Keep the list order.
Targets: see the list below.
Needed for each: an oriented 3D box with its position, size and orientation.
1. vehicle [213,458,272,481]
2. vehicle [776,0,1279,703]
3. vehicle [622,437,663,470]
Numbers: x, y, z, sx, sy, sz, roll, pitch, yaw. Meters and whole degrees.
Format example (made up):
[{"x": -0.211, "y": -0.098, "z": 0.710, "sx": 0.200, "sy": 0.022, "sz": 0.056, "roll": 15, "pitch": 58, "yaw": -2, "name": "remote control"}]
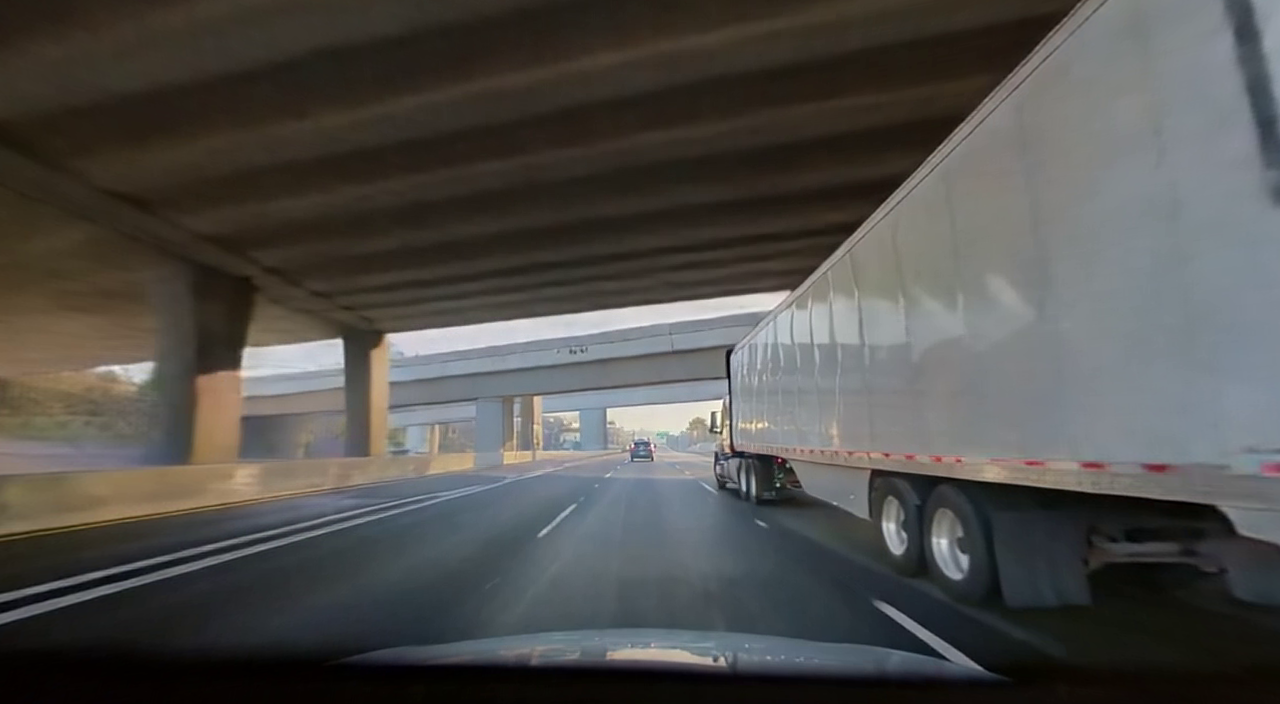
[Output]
[{"x": -29.172, "y": 8.601, "z": 46.340, "sx": 1.781, "sy": 1.489, "sz": 3.914, "roll": 0, "pitch": -8, "yaw": 1, "name": "vehicle"}, {"x": 4.150, "y": 0.239, "z": 6.725, "sx": 3.014, "sy": 4.068, "sz": 10.359, "roll": 0, "pitch": -8, "yaw": 0, "name": "vehicle"}, {"x": 0.140, "y": 5.447, "z": 34.059, "sx": 2.050, "sy": 1.654, "sz": 4.192, "roll": 0, "pitch": -8, "yaw": 0, "name": "vehicle"}]
